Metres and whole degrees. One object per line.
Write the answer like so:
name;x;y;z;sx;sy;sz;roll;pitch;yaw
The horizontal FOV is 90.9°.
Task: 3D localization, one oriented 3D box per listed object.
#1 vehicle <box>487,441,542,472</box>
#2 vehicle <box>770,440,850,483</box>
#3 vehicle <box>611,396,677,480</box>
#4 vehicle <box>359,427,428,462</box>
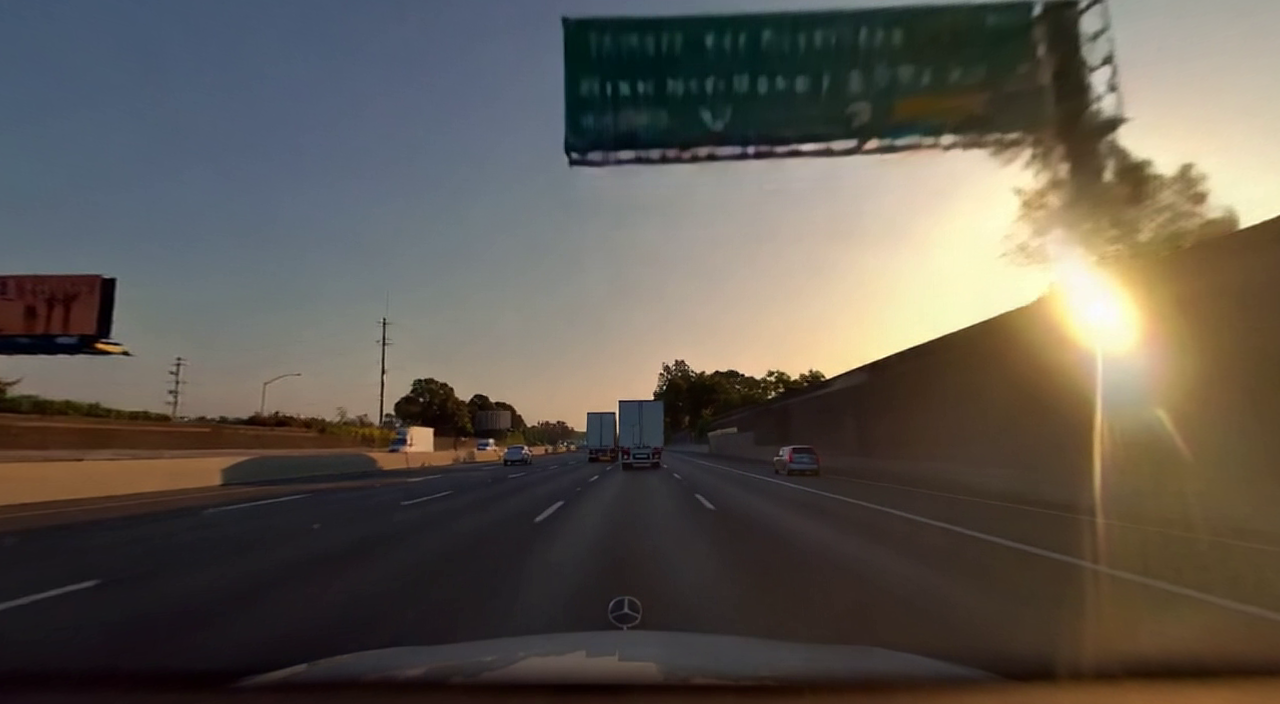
vehicle;-6.753;5.667;34.524;1.992;1.547;4.673;-1;-8;1
vehicle;6.816;4.392;25.773;1.969;1.560;4.394;-1;-8;-1
vehicle;0.106;4.729;36.186;3.054;3.944;11.230;-2;-6;-1
vehicle;-18.848;7.117;48.732;2.825;2.420;6.603;0;-8;-2
